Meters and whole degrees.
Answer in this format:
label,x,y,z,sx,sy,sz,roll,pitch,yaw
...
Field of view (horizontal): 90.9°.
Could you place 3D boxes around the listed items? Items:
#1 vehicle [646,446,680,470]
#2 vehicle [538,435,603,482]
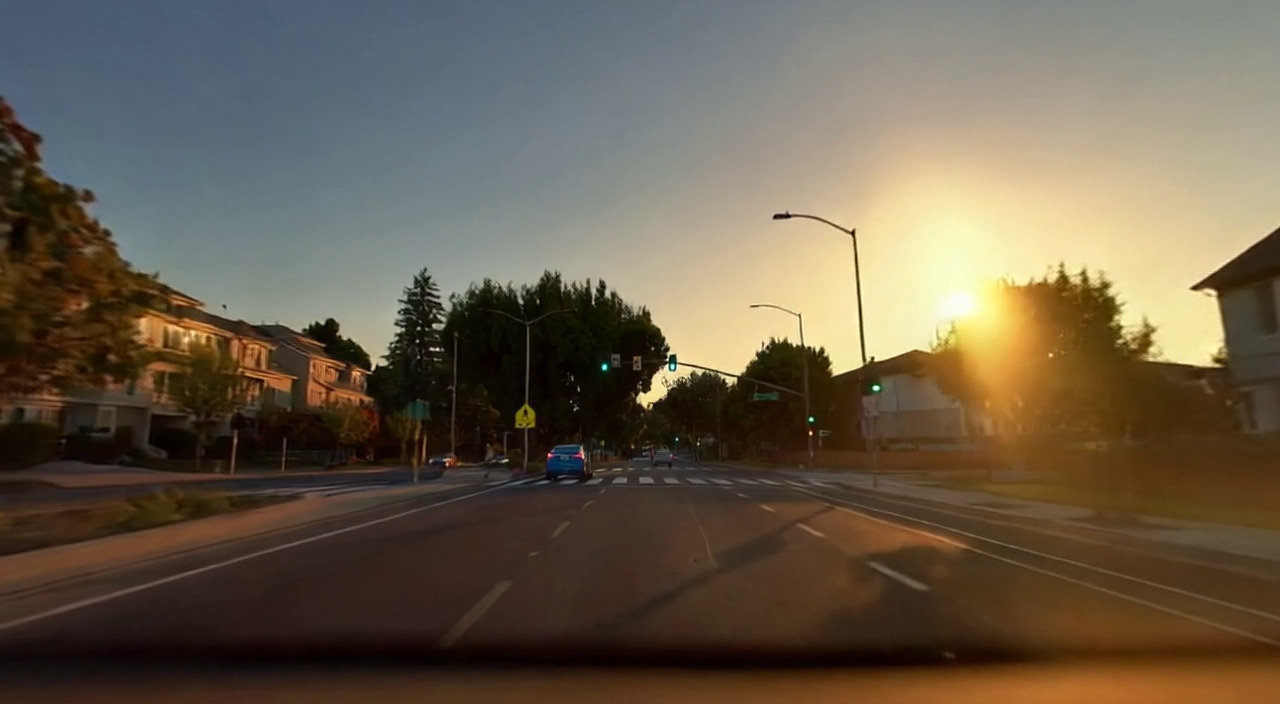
label,x,y,z,sx,sy,sz,roll,pitch,yaw
vehicle,1.492,7.056,42.032,2.075,1.480,3.920,0,-8,-1
vehicle,-2.836,4.463,26.655,2.150,1.812,4.423,0,-8,1
